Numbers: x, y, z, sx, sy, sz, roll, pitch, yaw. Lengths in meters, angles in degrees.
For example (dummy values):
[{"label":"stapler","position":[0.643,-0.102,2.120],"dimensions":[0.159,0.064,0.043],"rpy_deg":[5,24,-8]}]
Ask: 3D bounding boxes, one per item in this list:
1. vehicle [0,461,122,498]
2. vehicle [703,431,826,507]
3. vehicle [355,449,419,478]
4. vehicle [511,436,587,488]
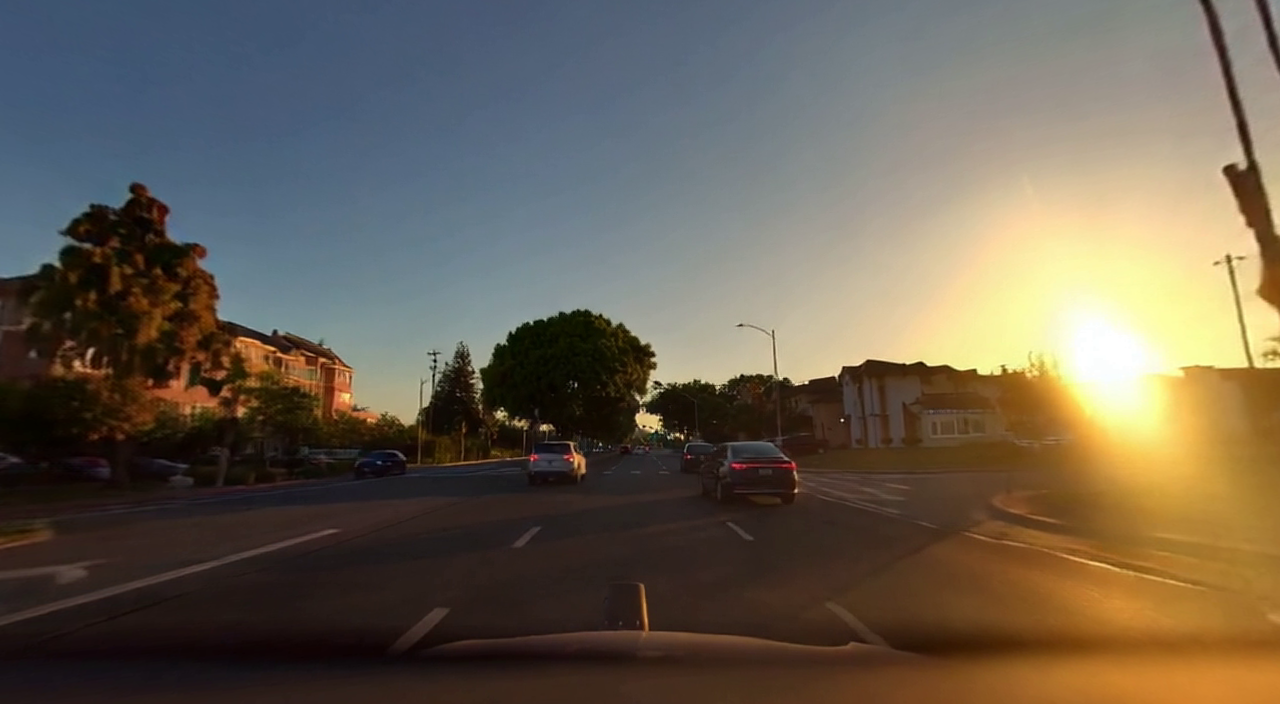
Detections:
[{"label":"vehicle","position":[-28.920,6.295,31.209],"dimensions":[4.586,1.513,1.973],"rpy_deg":[-2,-9,-3]},{"label":"vehicle","position":[3.019,2.947,16.253],"dimensions":[2.084,1.682,4.148],"rpy_deg":[1,-9,-3]},{"label":"vehicle","position":[-18.182,8.014,45.543],"dimensions":[2.221,1.921,5.743],"rpy_deg":[0,-9,1]},{"label":"vehicle","position":[-3.210,4.013,23.299],"dimensions":[2.084,1.735,4.528],"rpy_deg":[0,-8,1]}]
